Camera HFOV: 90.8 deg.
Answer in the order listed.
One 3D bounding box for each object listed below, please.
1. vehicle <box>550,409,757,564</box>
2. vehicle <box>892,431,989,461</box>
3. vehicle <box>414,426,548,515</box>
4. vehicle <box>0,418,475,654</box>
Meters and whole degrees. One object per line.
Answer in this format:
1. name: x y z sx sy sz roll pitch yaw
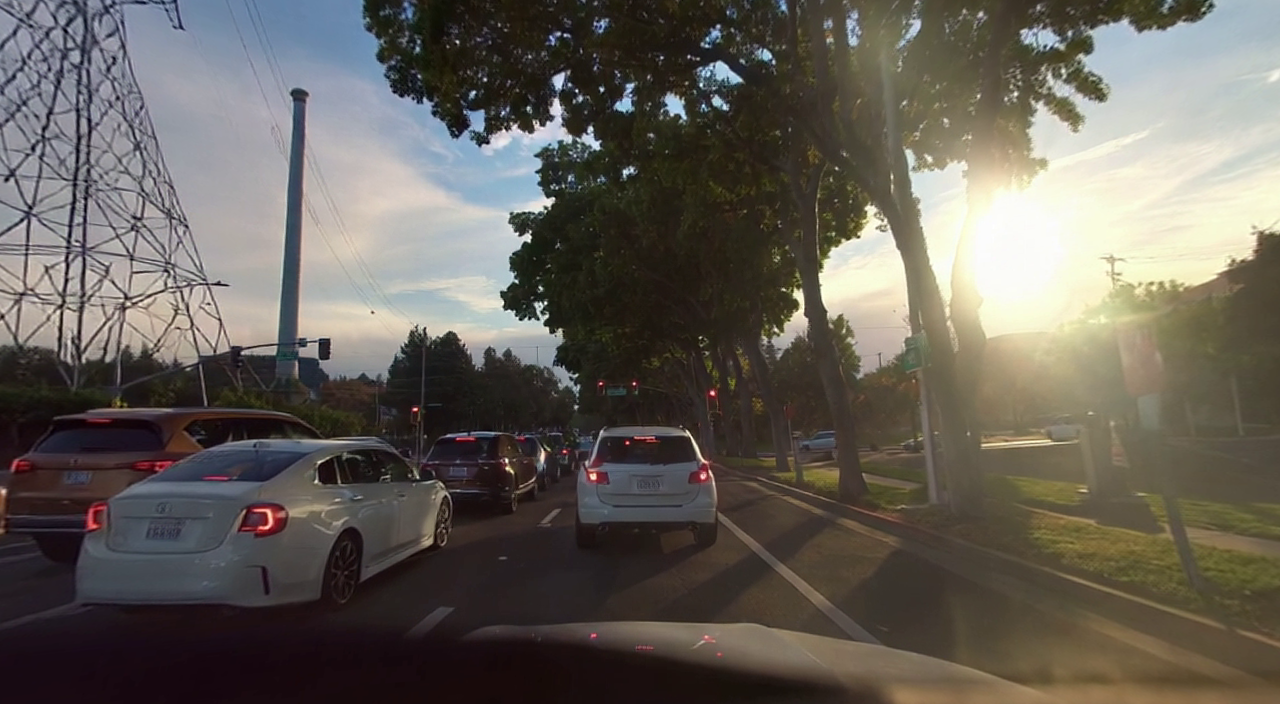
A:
1. vehicle: 0.093 1.767 9.044 2.239 1.661 4.224 0 -8 -2
2. vehicle: 15.084 4.746 31.833 3.858 1.437 1.899 0 -8 -5
3. vehicle: -3.258 2.500 13.768 1.997 1.636 3.760 0 -8 -1
4. vehicle: -3.183 1.494 6.301 1.973 1.469 4.448 0 -8 -1
